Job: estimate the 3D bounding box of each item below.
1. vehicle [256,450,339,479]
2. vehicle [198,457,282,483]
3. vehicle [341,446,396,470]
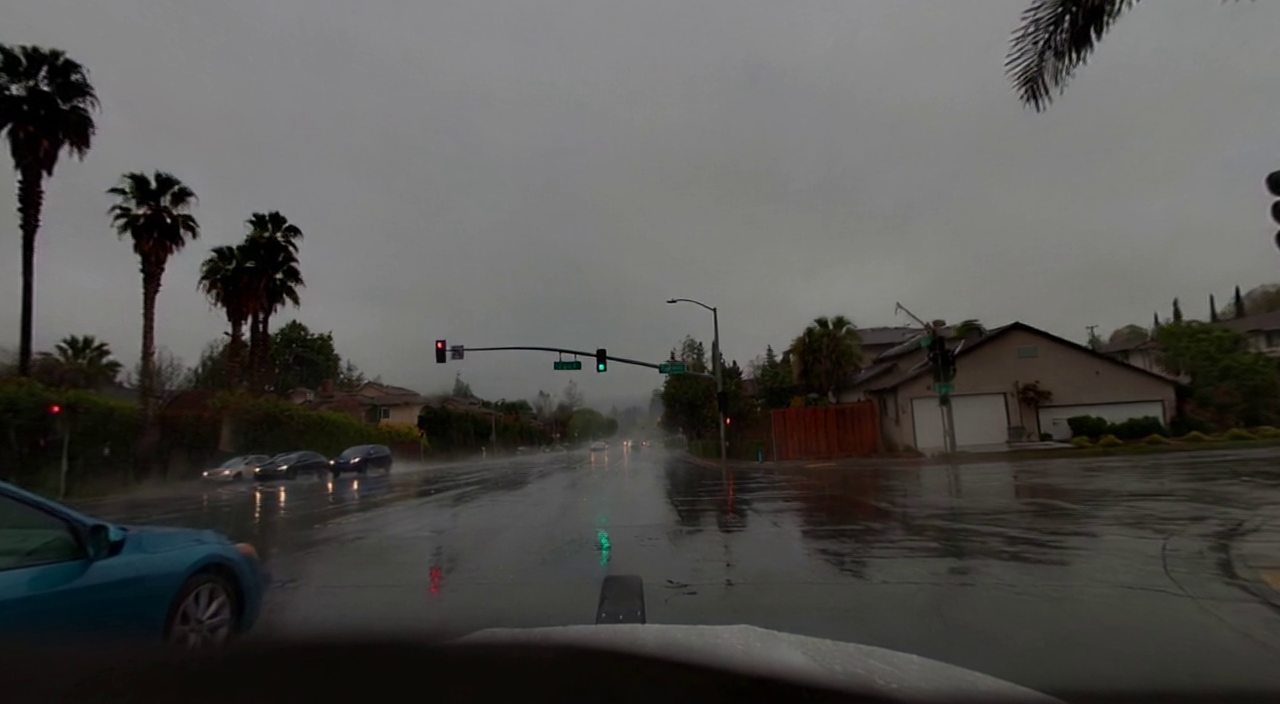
[{"bbox_3d":[-20.045,6.562,37.243,2.084,1.528,4.778,-1,-8,2],"label":"vehicle"},{"bbox_3d":[-24.113,7.114,38.335,2.019,1.427,4.630,0,-8,2],"label":"vehicle"},{"bbox_3d":[-19.884,7.755,46.531,1.929,1.644,4.763,0,-8,0],"label":"vehicle"}]
